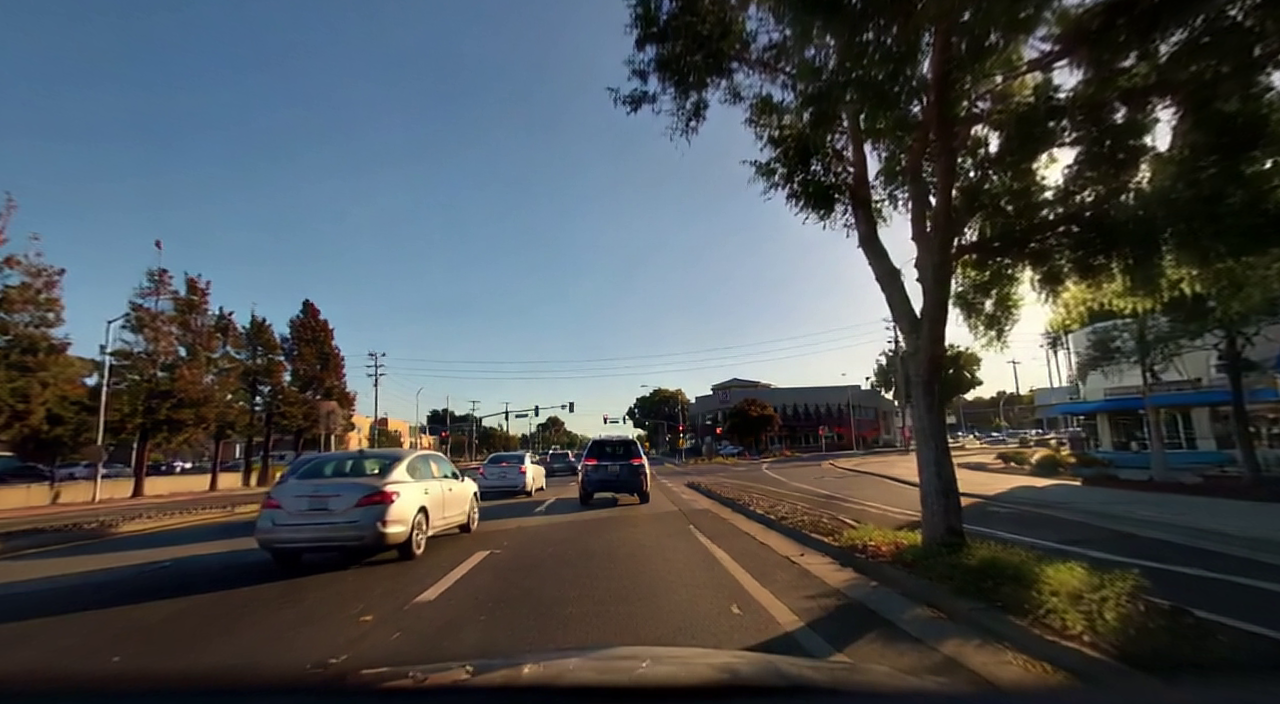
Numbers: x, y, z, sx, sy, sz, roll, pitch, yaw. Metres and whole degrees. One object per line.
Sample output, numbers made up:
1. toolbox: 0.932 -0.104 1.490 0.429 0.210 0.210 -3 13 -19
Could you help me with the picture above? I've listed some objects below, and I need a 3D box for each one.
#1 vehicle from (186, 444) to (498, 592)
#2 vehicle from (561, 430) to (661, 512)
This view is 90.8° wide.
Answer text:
1. vehicle: -3.504 2.000 8.608 2.064 1.464 4.373 0 -8 1
2. vehicle: -0.677 3.017 16.430 2.276 1.850 3.897 0 -8 -1
